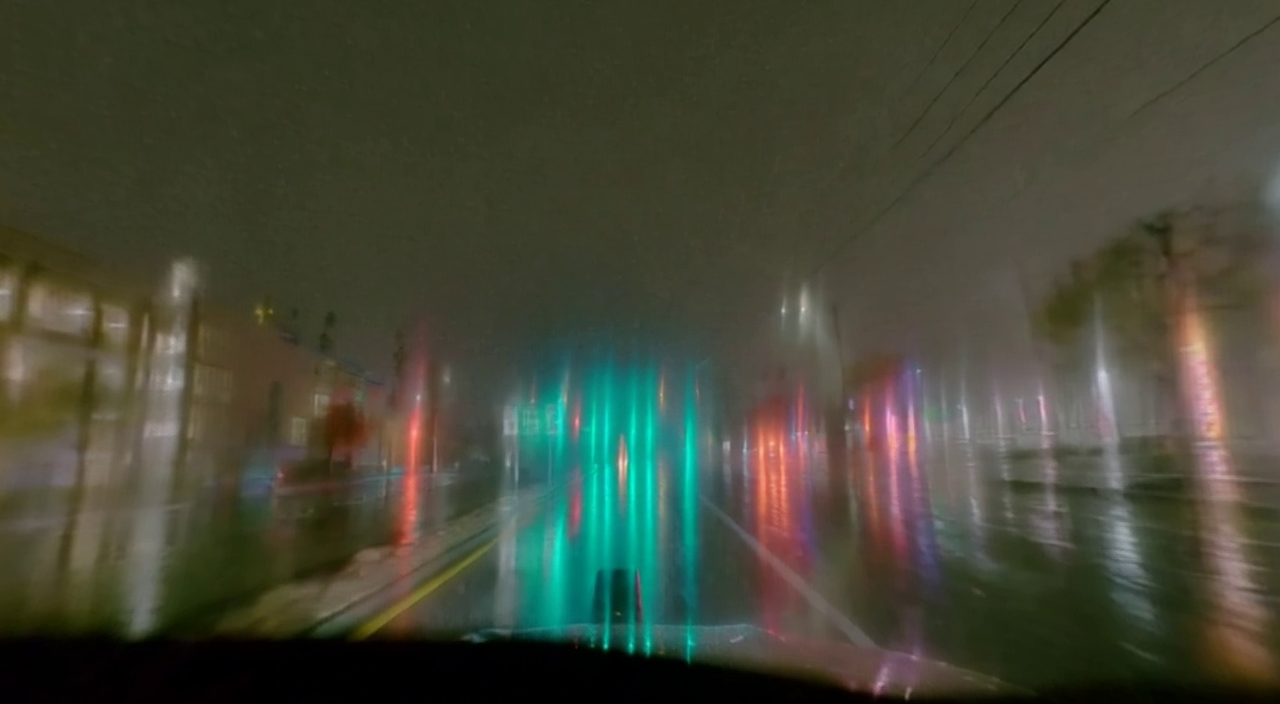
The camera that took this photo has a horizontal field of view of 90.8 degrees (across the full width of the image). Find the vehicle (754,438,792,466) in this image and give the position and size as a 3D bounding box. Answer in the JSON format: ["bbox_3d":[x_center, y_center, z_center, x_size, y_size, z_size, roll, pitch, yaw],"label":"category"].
[{"bbox_3d":[10.076,7.645,48.214,2.101,1.957,4.718,-1,-10,3],"label":"vehicle"}]

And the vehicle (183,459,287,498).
[{"bbox_3d":[-19.334,6.043,30.432,2.010,1.504,4.820,-5,-10,-2],"label":"vehicle"}]

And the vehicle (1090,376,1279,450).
[{"bbox_3d":[25.895,2.937,29.737,6.866,3.124,2.718,-3,-9,8],"label":"vehicle"}]
